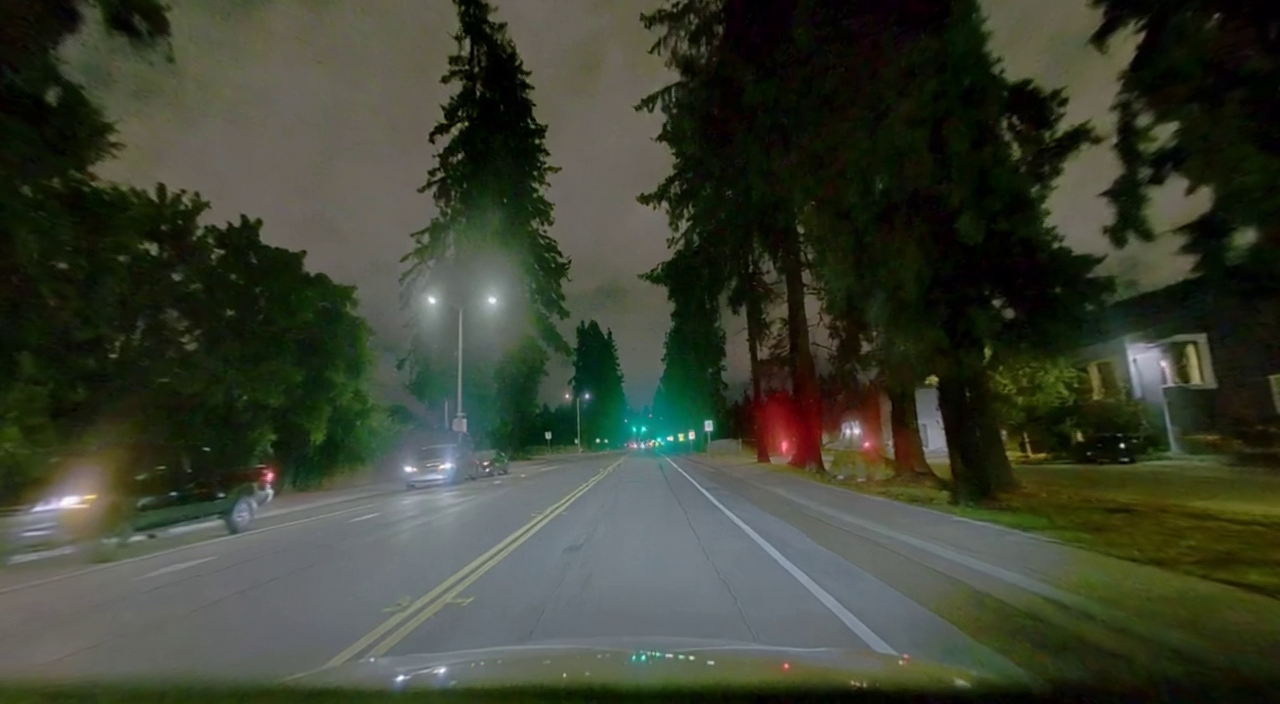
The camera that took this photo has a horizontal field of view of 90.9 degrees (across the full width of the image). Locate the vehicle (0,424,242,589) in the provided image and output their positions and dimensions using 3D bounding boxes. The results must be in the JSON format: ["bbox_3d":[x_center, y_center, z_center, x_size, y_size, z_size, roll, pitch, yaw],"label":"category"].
[{"bbox_3d":[-7.991,1.958,8.761,1.960,1.786,4.595,-3,-6,0],"label":"vehicle"}]

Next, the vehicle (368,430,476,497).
[{"bbox_3d":[-7.843,3.967,23.187,2.138,2.038,4.717,-3,-7,2],"label":"vehicle"}]
